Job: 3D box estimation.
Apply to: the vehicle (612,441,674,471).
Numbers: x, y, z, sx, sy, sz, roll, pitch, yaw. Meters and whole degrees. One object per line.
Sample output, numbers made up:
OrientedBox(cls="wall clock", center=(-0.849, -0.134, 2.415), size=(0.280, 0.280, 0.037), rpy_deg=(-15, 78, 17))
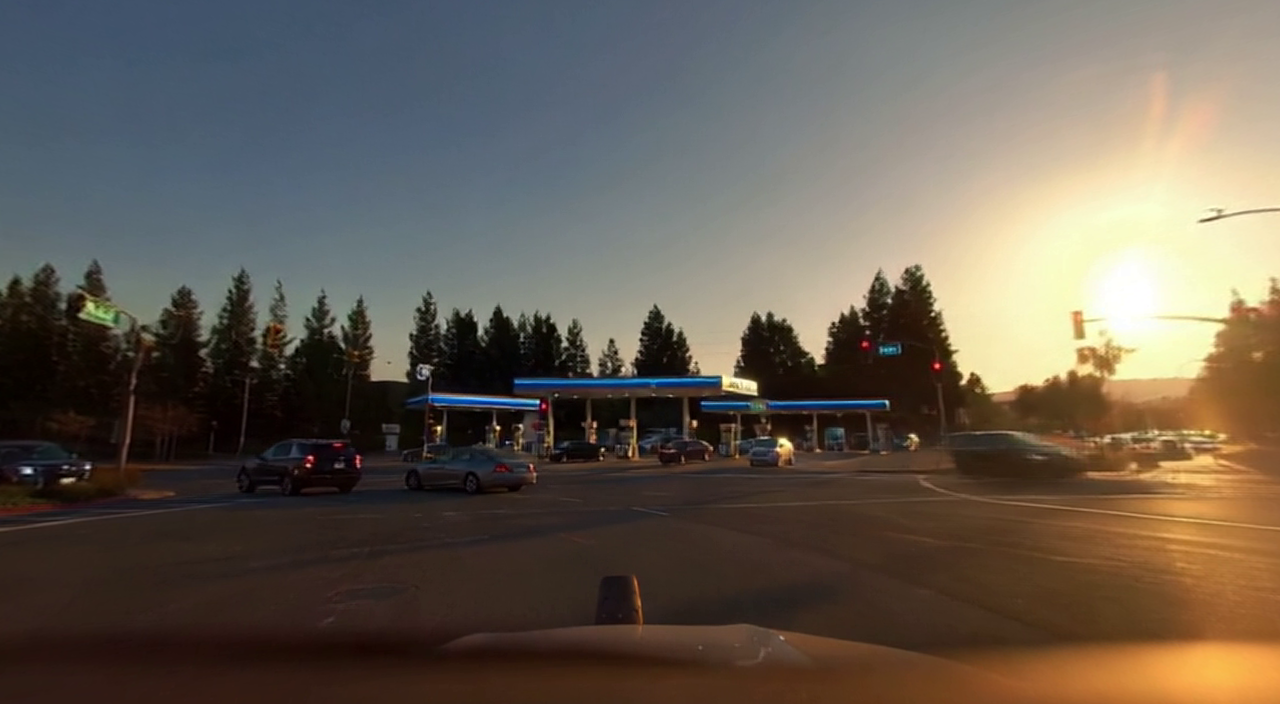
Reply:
OrientedBox(cls="vehicle", center=(0.239, 6.143, 37.406), size=(2.210, 1.565, 4.588), rpy_deg=(-6, -10, 19))

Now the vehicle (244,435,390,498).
OrientedBox(cls="vehicle", center=(-10.368, 3.581, 20.178), size=(4.616, 1.733, 2.351), rpy_deg=(-7, -11, 38))

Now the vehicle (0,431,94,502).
OrientedBox(cls="vehicle", center=(-19.255, 3.445, 19.032), size=(4.658, 1.911, 2.162), rpy_deg=(-5, -10, 22))

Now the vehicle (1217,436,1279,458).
OrientedBox(cls="vehicle", center=(43.692, 6.717, 44.539), size=(3.825, 1.438, 1.968), rpy_deg=(-5, -10, 22))

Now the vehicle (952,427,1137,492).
OrientedBox(cls="vehicle", center=(11.212, 3.016, 18.031), size=(1.976, 1.573, 4.543), rpy_deg=(1, -9, -5))

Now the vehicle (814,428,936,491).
OrientedBox(cls="vehicle", center=(6.781, 3.152, 18.856), size=(2.126, 1.626, 4.585), rpy_deg=(-1, -9, 3))

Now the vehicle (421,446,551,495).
OrientedBox(cls="vehicle", center=(-5.311, 3.947, 21.494), size=(4.581, 1.460, 1.965), rpy_deg=(-8, -11, 41))

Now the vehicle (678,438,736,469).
OrientedBox(cls="vehicle", center=(3.955, 5.864, 36.605), size=(2.210, 1.542, 4.501), rpy_deg=(-6, -10, 20))

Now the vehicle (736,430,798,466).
OrientedBox(cls="vehicle", center=(7.385, 5.517, 36.264), size=(2.517, 1.875, 5.774), rpy_deg=(-3, -9, 20))
